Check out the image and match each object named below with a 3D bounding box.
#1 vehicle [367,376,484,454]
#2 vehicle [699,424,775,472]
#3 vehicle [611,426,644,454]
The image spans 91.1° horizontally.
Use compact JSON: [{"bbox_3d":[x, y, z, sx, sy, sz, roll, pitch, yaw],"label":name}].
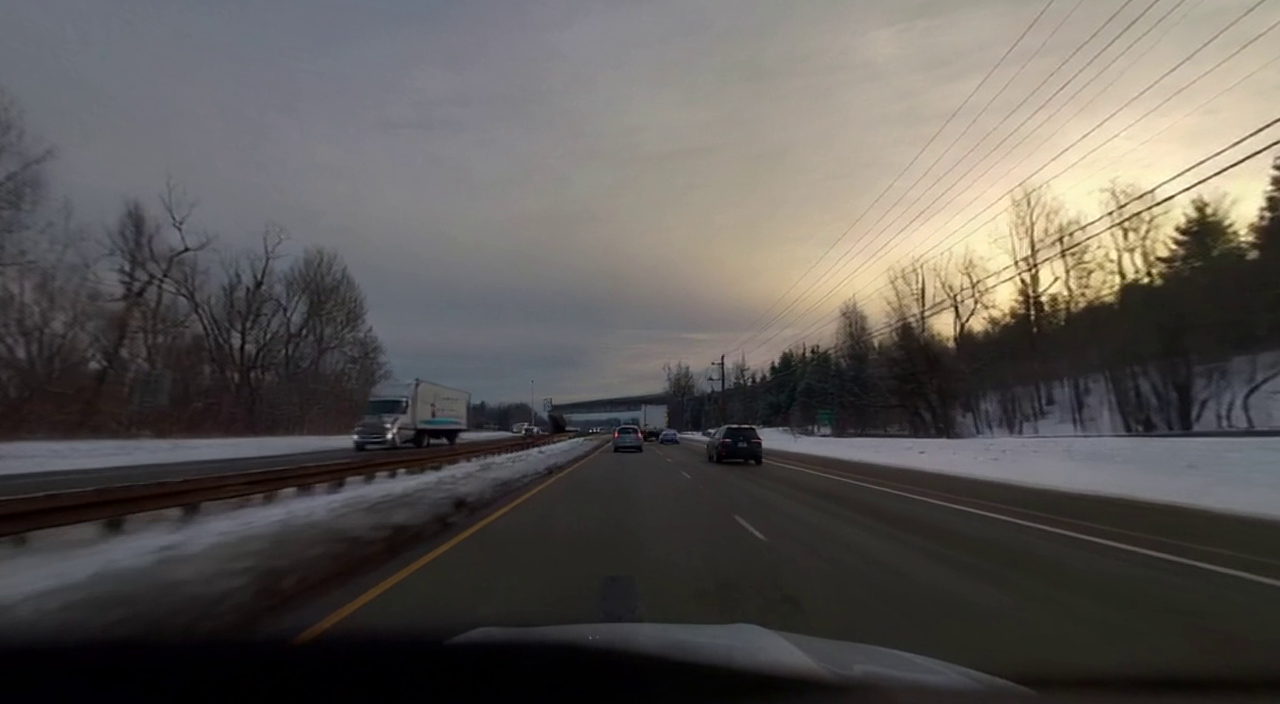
[{"bbox_3d":[-13.085,4.265,40.249,2.921,4.095,13.845,0,-8,-1],"label":"vehicle"},{"bbox_3d":[3.422,3.477,22.984,2.062,1.581,3.914,0,-8,-1],"label":"vehicle"},{"bbox_3d":[-0.789,5.548,39.730,2.019,1.642,3.790,0,-8,-1],"label":"vehicle"}]
